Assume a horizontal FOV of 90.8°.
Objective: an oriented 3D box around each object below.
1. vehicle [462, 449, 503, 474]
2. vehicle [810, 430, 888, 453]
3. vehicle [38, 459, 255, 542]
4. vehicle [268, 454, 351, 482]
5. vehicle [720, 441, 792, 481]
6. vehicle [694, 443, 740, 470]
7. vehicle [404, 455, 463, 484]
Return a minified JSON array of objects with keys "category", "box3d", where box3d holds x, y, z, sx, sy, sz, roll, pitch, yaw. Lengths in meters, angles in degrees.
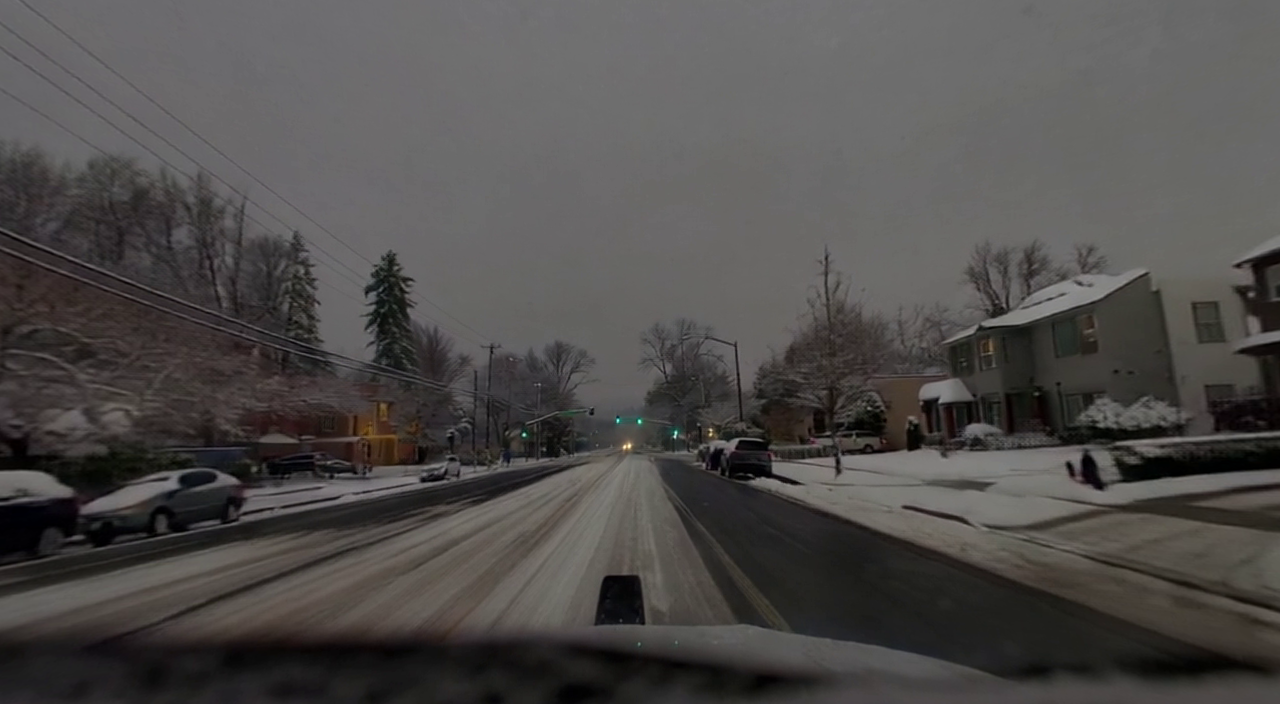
[{"category":"vehicle","box3d":[-11.688,8.097,47.115,1.977,1.753,4.278,0,-9,0]},{"category":"vehicle","box3d":[14.255,6.143,43.296,4.660,1.546,1.916,0,-8,0]},{"category":"vehicle","box3d":[-11.638,3.468,15.377,2.008,1.643,4.130,0,-8,-2]},{"category":"vehicle","box3d":[-20.025,7.024,38.387,3.932,1.641,1.819,0,-8,-1]},{"category":"vehicle","box3d":[4.566,4.344,25.495,2.010,1.461,4.247,0,-9,-2]},{"category":"vehicle","box3d":[4.300,5.919,35.910,2.063,1.444,4.217,0,-9,-1]},{"category":"vehicle","box3d":[-11.608,6.586,35.782,1.867,1.471,4.139,0,-9,1]}]
